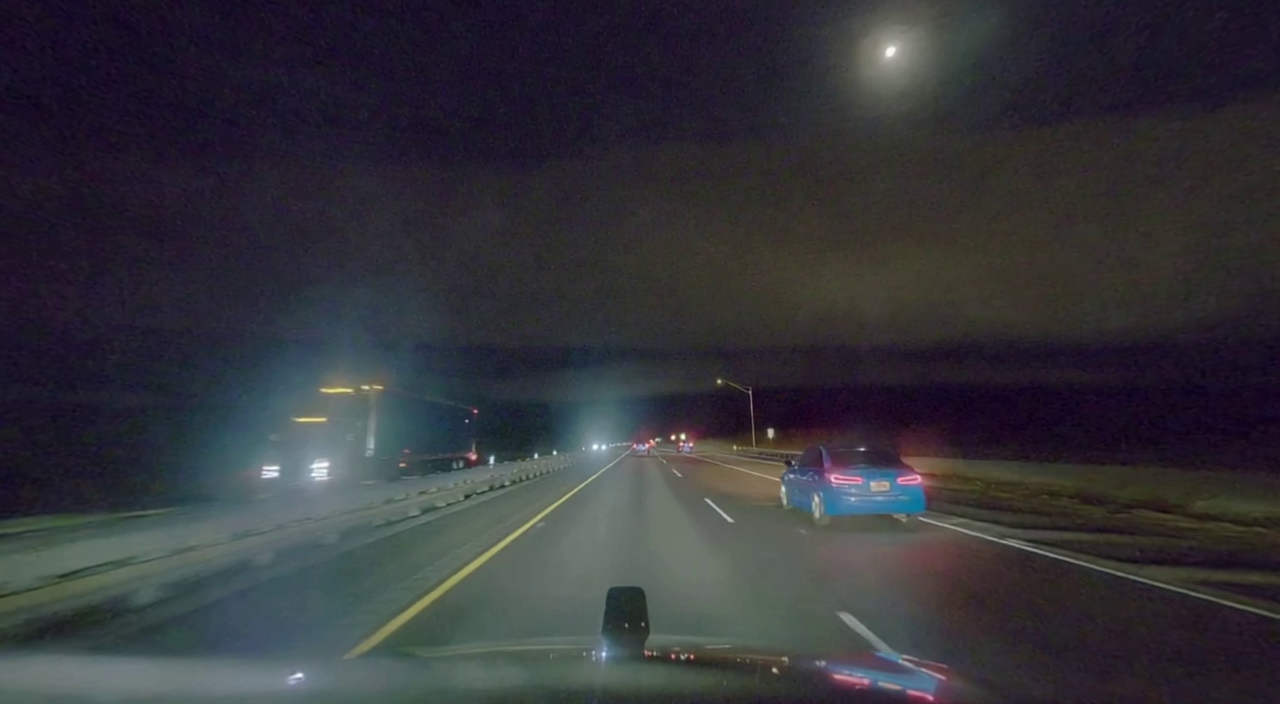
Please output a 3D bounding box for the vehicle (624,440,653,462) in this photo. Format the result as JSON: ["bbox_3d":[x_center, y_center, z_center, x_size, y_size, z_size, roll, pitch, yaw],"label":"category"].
[{"bbox_3d":[-0.121,7.147,45.527,2.009,1.554,4.013,0,-8,0],"label":"vehicle"}]

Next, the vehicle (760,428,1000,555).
[{"bbox_3d":[3.307,1.988,9.765,1.957,1.496,4.327,0,-8,-1],"label":"vehicle"}]

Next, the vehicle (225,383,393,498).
[{"bbox_3d":[-11.766,3.233,23.159,2.826,3.642,5.952,0,-8,0],"label":"vehicle"}]
